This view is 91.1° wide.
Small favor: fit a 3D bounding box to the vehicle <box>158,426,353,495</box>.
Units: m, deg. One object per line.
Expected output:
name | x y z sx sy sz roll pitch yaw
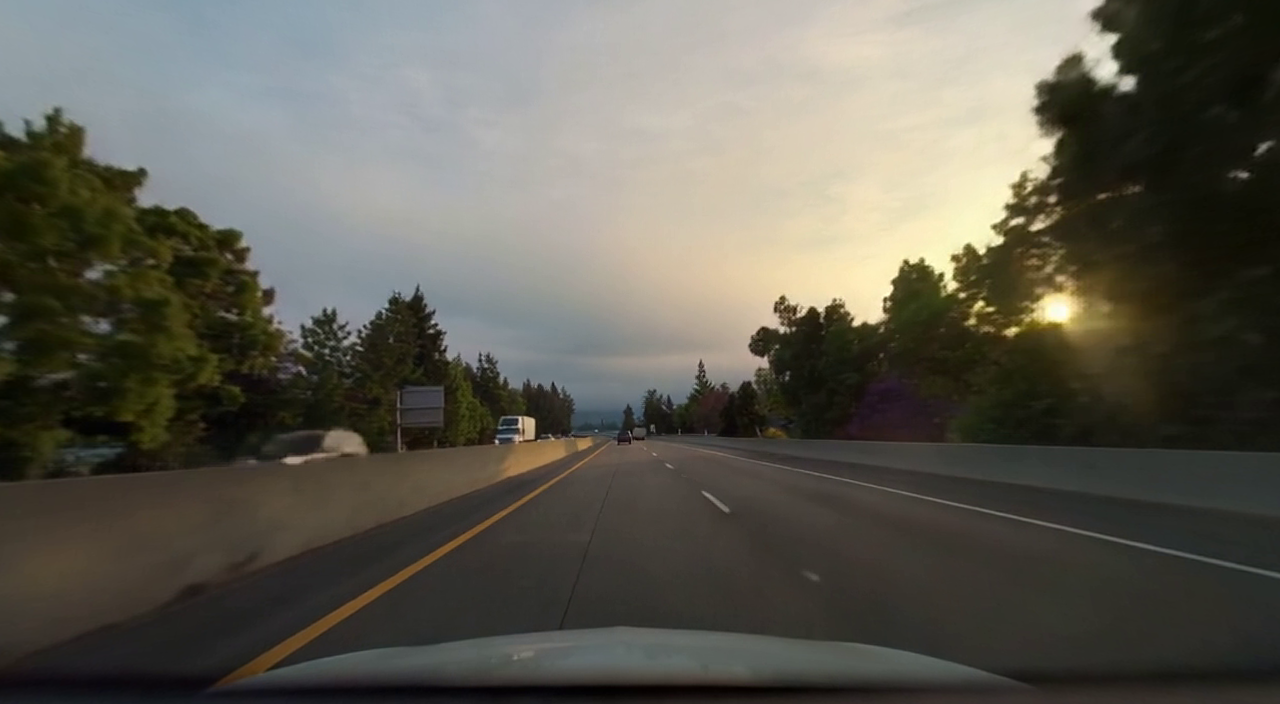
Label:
vehicle | -10.208 2.895 17.275 2.498 1.625 4.617 0 -8 -1
